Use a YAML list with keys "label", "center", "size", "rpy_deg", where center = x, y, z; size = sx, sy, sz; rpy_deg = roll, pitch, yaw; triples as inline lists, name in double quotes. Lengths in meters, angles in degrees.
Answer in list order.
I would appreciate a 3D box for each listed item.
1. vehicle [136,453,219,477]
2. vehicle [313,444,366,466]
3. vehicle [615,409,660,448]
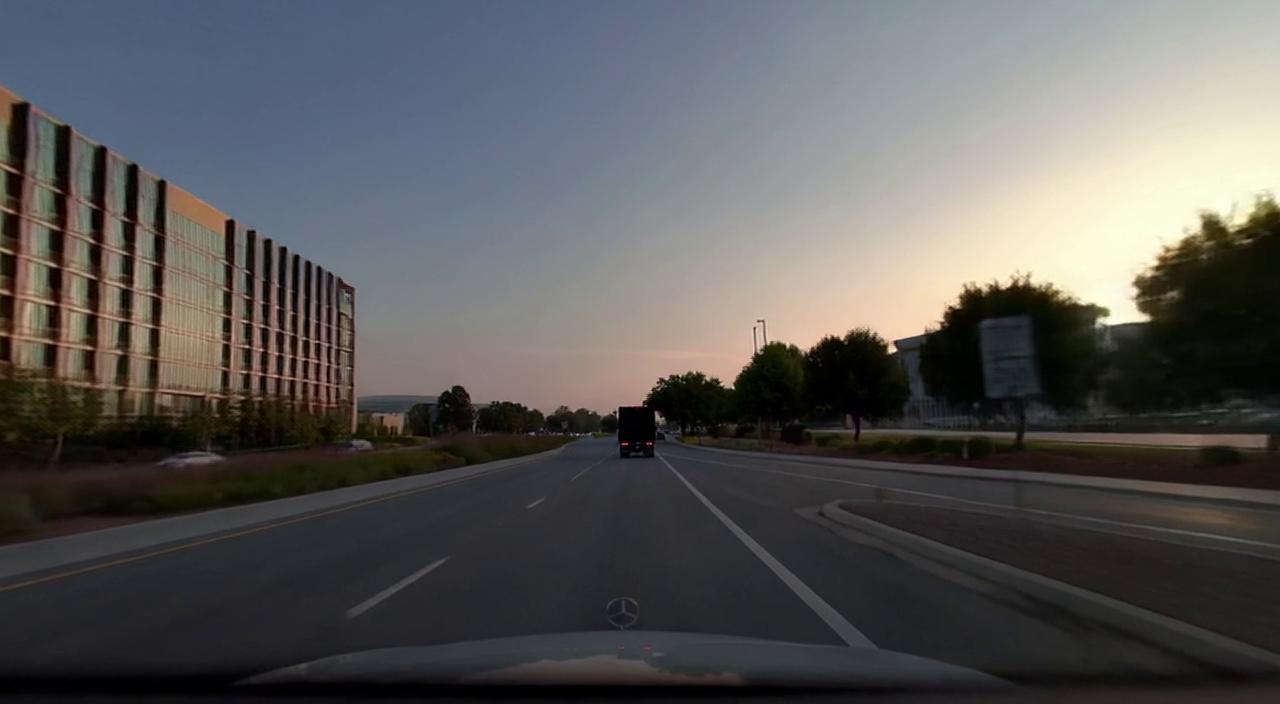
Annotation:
- label: "vehicle"
  center: [-31.294, 7.654, 42.954]
  size: [1.949, 1.501, 4.566]
  rpy_deg: [-1, -9, 5]
- label: "vehicle"
  center: [-20.613, 7.064, 43.501]
  size: [1.744, 1.467, 3.945]
  rpy_deg: [0, -9, 0]
- label: "vehicle"
  center: [-0.218, 4.072, 33.066]
  size: [2.178, 1.829, 4.932]
  rpy_deg: [0, -9, -3]
